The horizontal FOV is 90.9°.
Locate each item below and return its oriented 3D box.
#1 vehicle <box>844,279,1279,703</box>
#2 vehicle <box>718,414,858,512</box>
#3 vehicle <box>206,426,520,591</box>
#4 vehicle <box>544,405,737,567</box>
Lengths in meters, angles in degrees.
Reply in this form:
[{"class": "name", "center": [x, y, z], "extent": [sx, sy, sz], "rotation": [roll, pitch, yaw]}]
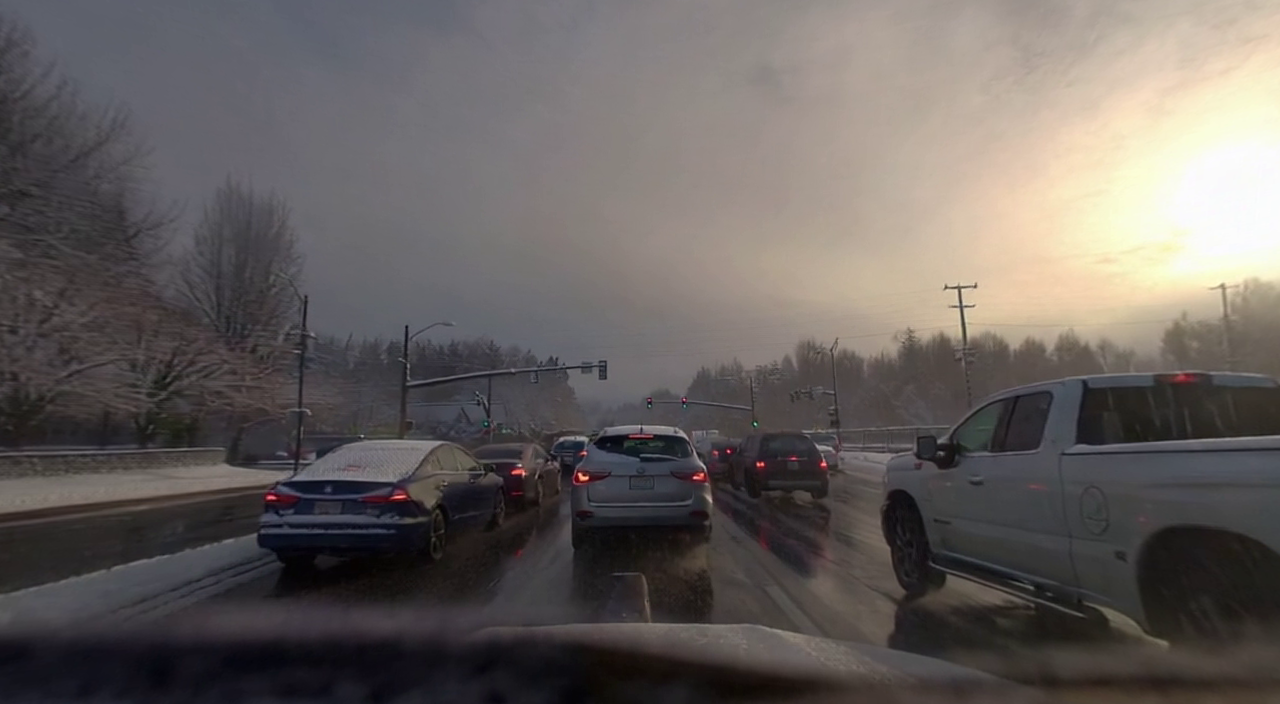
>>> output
[{"class": "vehicle", "center": [3.355, 0.939, 3.817], "extent": [2.317, 1.857, 5.940], "rotation": [0, -8, 1]}, {"class": "vehicle", "center": [3.542, 2.815, 16.504], "extent": [2.408, 2.100, 5.668], "rotation": [0, -8, 1]}, {"class": "vehicle", "center": [-2.955, 1.759, 7.989], "extent": [2.023, 1.494, 4.259], "rotation": [0, -8, 0]}, {"class": "vehicle", "center": [0.050, 1.768, 8.973], "extent": [2.113, 1.768, 3.901], "rotation": [0, -8, 1]}]
